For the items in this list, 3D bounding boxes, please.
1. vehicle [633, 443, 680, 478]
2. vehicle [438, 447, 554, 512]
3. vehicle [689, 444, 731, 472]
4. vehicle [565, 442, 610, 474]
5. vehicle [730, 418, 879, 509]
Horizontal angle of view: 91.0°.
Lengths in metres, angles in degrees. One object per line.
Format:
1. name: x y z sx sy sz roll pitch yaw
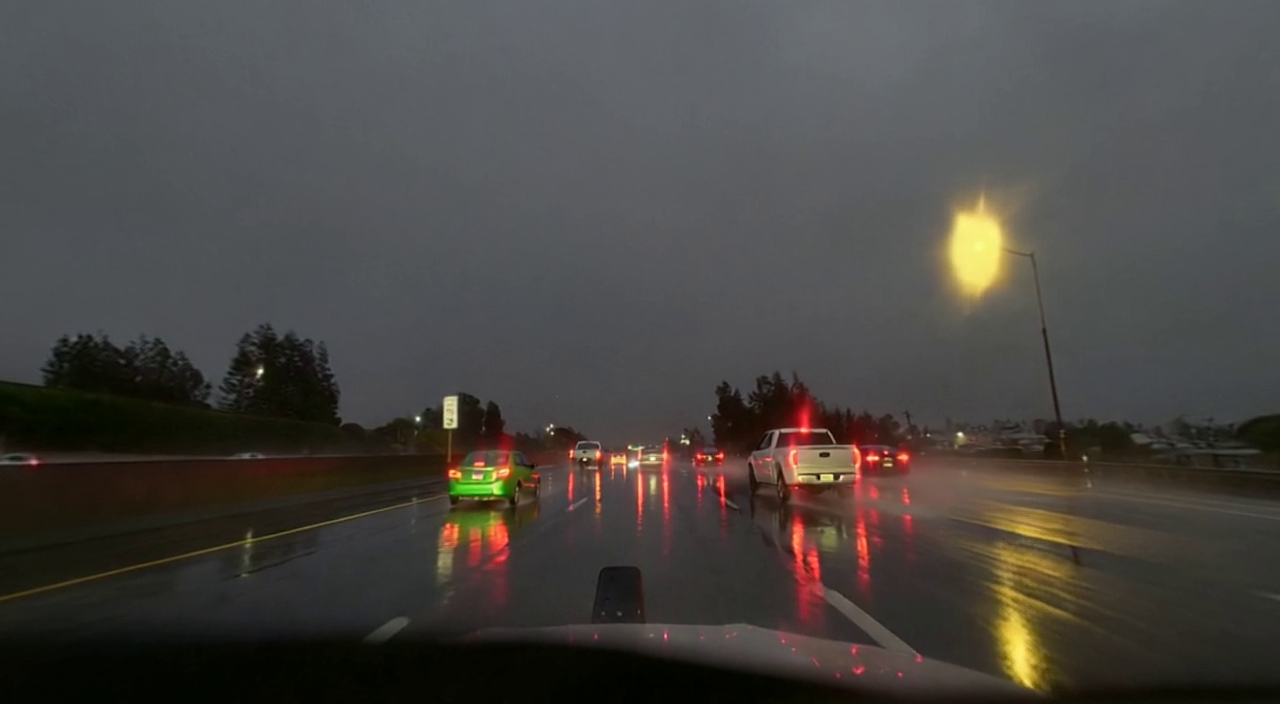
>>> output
1. vehicle: 0.761 5.281 30.926 2.147 1.572 4.094 0 -9 0
2. vehicle: -3.553 3.213 16.419 1.947 1.424 4.264 0 -9 1
3. vehicle: 4.460 6.813 40.725 2.145 1.636 4.437 0 -9 0
4. vehicle: -3.066 6.341 38.032 2.176 1.783 4.799 0 -9 1
5. vehicle: 3.951 2.824 16.411 2.340 1.925 5.529 0 -9 0
